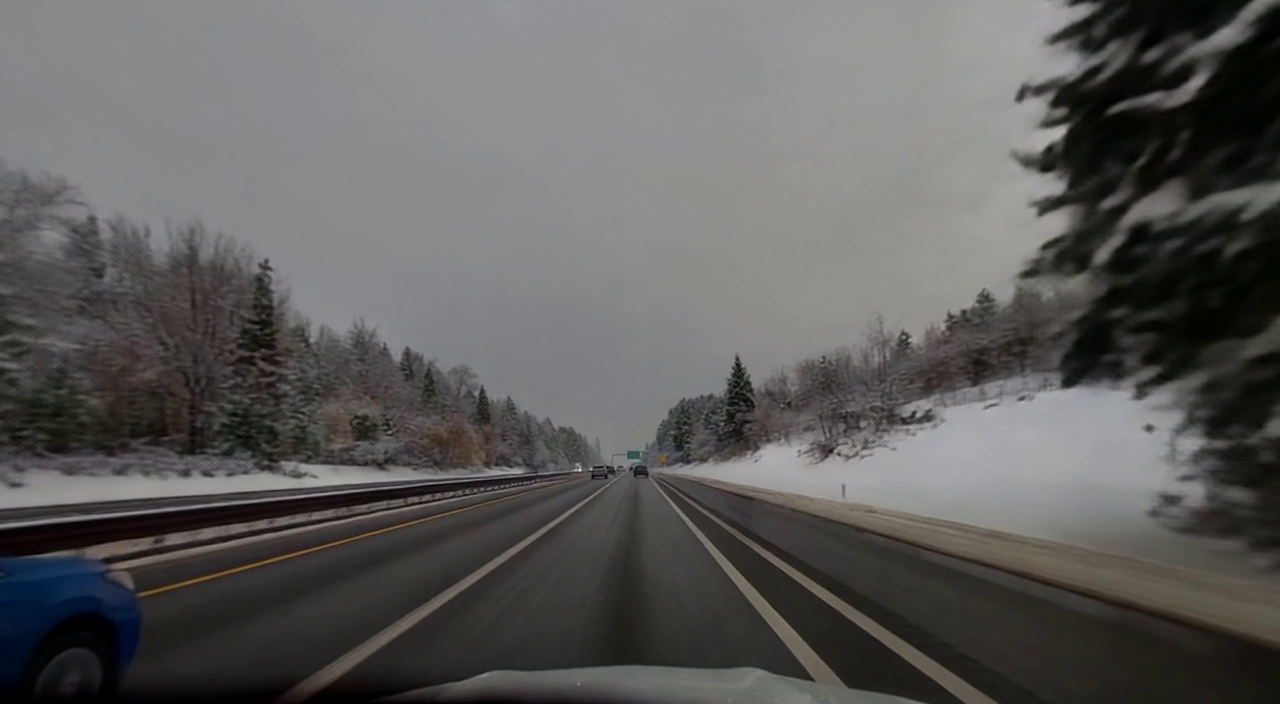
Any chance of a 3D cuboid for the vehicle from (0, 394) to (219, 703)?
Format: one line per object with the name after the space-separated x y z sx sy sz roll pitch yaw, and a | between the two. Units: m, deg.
-3.456 0.749 1.535 2.017 1.516 4.041 1 -11 0 | vehicle
